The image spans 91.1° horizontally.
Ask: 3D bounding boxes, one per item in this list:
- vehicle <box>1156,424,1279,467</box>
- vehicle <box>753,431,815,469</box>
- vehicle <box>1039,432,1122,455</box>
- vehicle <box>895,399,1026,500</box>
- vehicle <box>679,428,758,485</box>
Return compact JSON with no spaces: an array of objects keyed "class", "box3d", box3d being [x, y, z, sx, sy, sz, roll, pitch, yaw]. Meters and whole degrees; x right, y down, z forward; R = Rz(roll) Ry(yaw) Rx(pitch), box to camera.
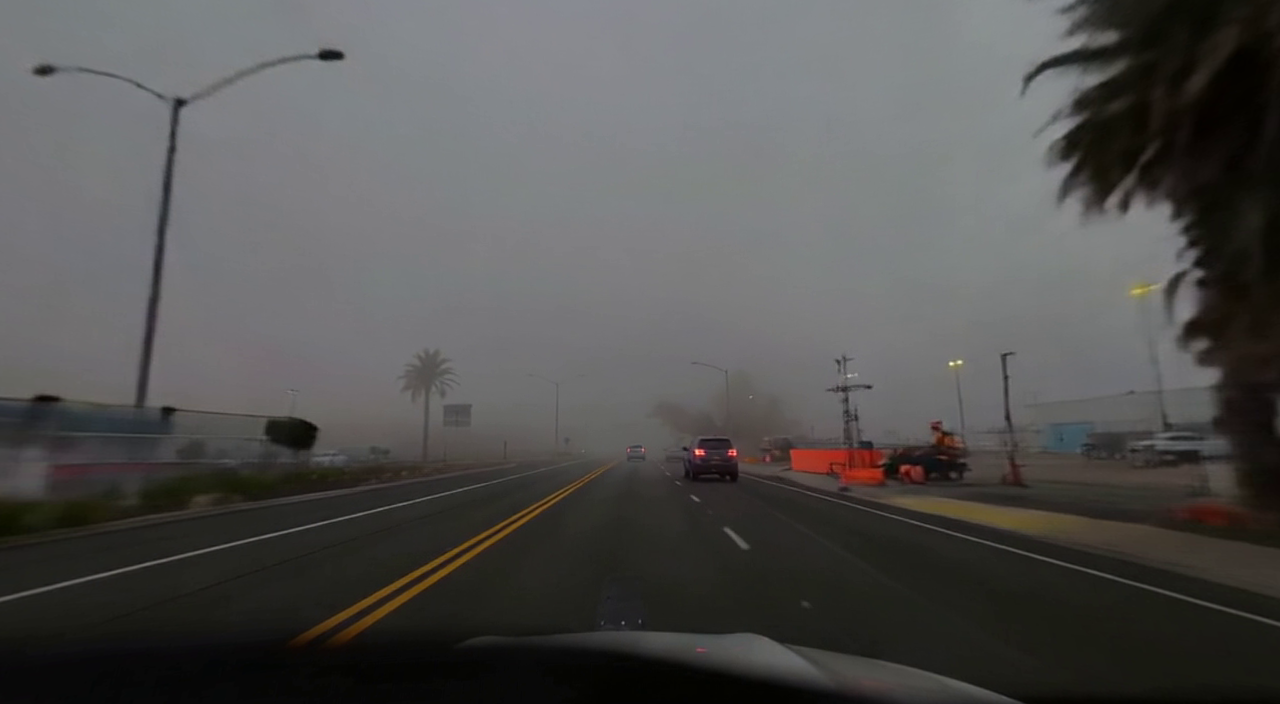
[{"class":"vehicle","box3d":[30.396,4.717,31.732,6.580,2.031,2.456,1,-8,-3]},{"class":"vehicle","box3d":[10.833,7.417,48.020,2.799,2.593,7.710,-1,-8,0]},{"class":"vehicle","box3d":[30.644,6.387,43.667,4.762,1.523,1.933,2,-8,-13]},{"class":"vehicle","box3d":[11.006,3.274,21.377,2.609,2.976,4.867,-8,-11,41]},{"class":"vehicle","box3d":[2.908,4.070,24.860,2.386,1.970,5.665,0,-8,0]}]
